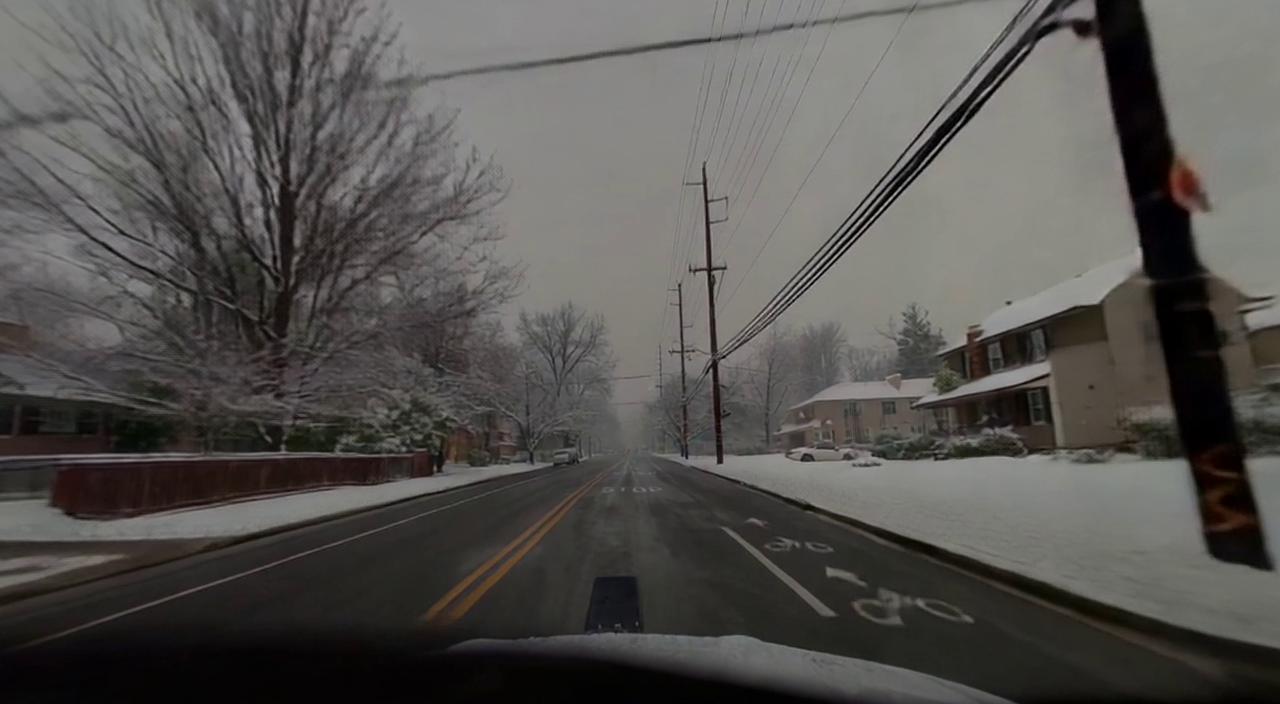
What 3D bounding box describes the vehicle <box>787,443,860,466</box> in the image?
[{"bbox_3d":[13.481,7.555,46.563,4.624,1.420,2.045,-1,-9,-7],"label":"vehicle"}]
